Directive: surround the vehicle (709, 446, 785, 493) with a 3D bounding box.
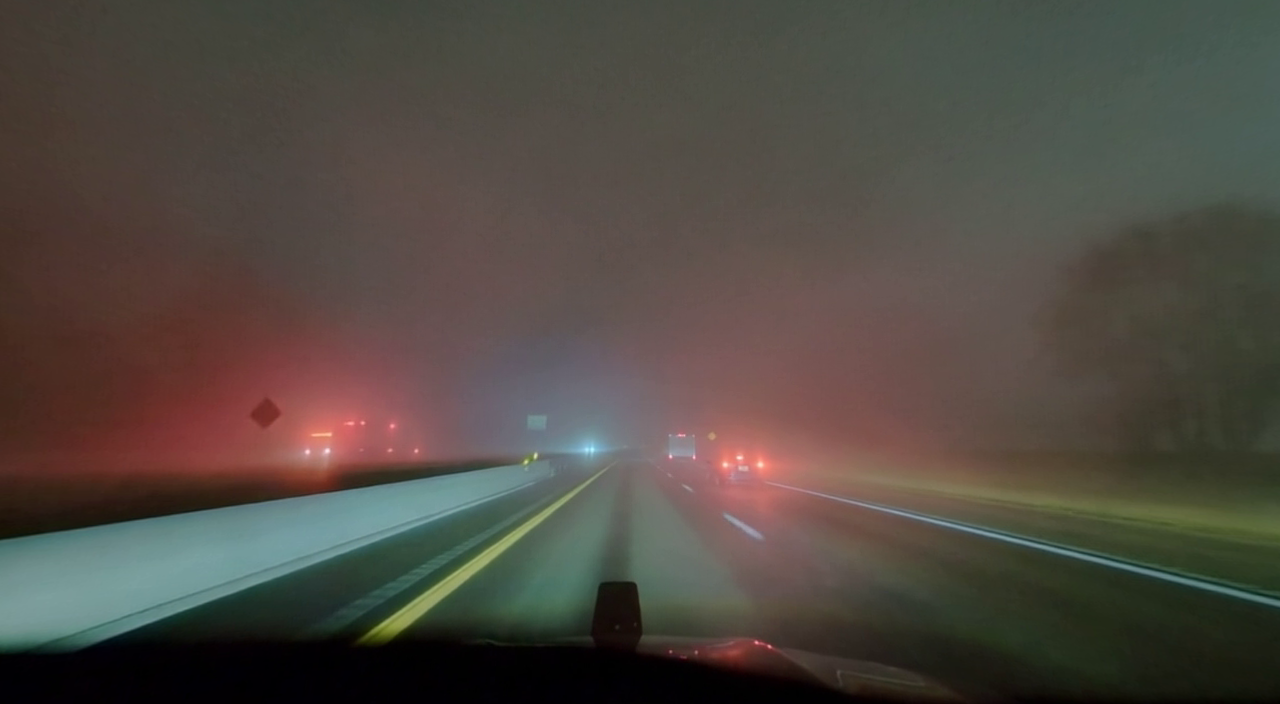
[{"bbox_3d":[3.593,4.019,21.790,1.836,1.459,3.766,0,-9,-2],"label":"vehicle"}]
